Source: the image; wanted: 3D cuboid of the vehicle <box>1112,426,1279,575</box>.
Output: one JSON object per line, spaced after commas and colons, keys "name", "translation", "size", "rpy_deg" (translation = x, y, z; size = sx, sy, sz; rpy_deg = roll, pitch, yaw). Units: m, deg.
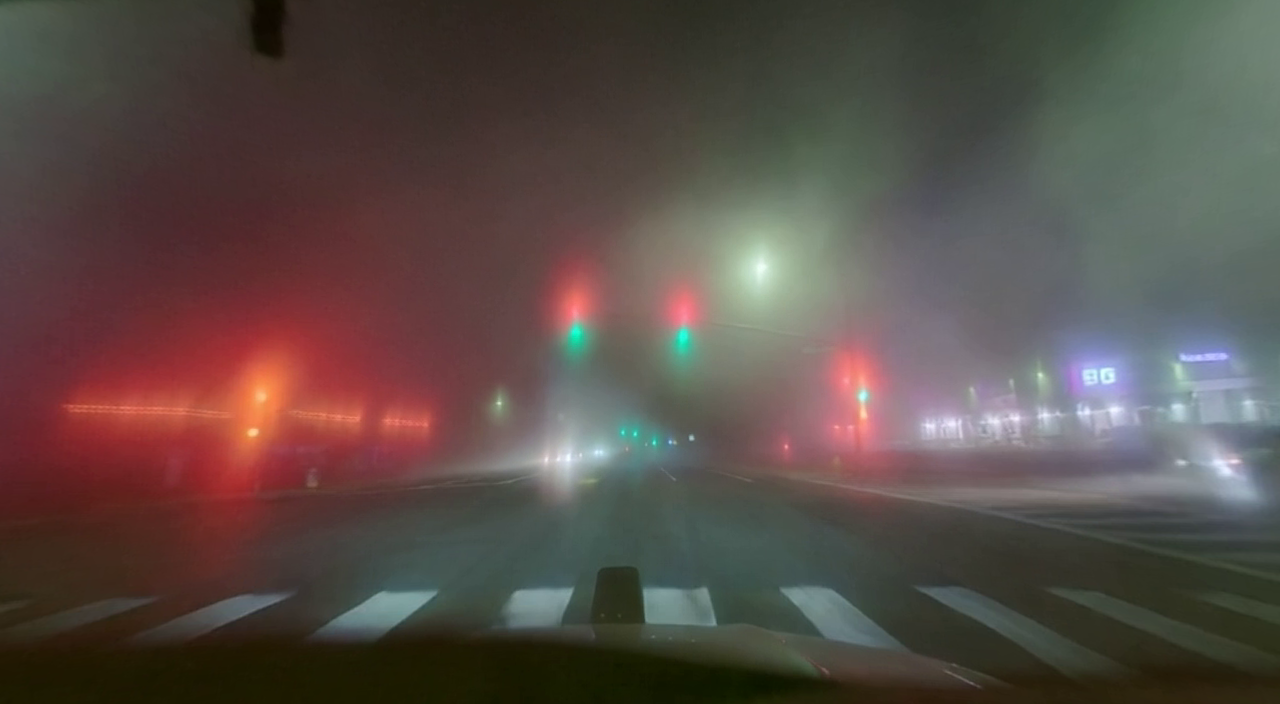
{"name": "vehicle", "translation": [7.982, 1.736, 8.010], "size": [4.610, 1.470, 2.064], "rpy_deg": [7, -11, -40]}
